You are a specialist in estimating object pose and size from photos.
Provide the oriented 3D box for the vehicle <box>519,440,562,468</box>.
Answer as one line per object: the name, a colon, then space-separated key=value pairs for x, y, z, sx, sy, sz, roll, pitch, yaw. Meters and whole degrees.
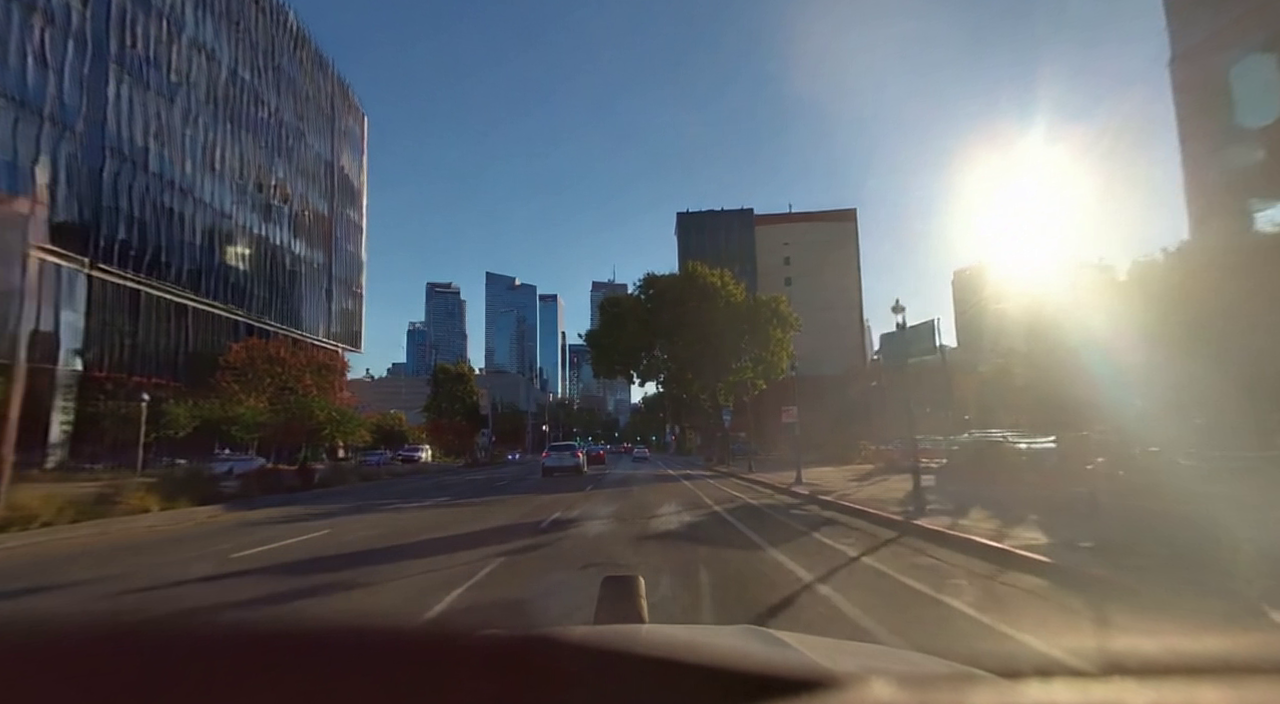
vehicle: x=-6.887 y=7.127 z=44.245 sx=2.224 sy=1.821 sz=4.711 roll=0 pitch=-8 yaw=1

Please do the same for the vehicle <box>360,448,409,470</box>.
vehicle: x=-20.134 y=8.445 z=49.999 sx=1.918 sy=1.601 sz=4.610 roll=0 pitch=-8 yaw=0

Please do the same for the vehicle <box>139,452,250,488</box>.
vehicle: x=-20.194 y=5.341 z=28.912 sx=1.856 sy=1.471 sz=4.445 roll=0 pitch=-8 yaw=0

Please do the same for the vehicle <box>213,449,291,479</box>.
vehicle: x=-23.680 y=6.832 z=38.763 sx=1.855 sy=1.692 sz=4.621 roll=0 pitch=-8 yaw=0

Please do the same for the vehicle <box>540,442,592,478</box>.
vehicle: x=-3.355 y=4.986 z=29.410 sx=1.983 sy=1.545 sz=3.773 roll=0 pitch=-8 yaw=0
